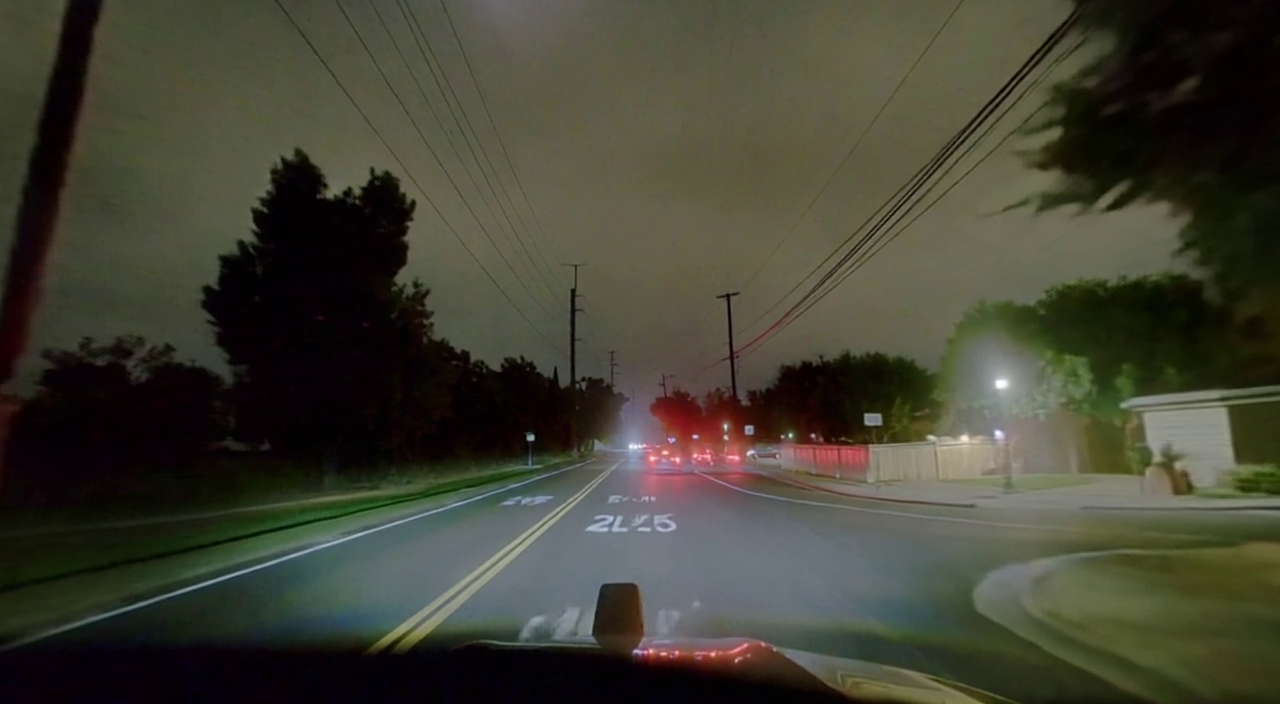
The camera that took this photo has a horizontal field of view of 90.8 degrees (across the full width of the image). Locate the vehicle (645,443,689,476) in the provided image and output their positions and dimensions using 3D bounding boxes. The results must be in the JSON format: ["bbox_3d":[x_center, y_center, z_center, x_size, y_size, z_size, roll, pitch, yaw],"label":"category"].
[{"bbox_3d":[1.254,5.185,30.885,1.975,1.497,3.647,0,-8,0],"label":"vehicle"}]
